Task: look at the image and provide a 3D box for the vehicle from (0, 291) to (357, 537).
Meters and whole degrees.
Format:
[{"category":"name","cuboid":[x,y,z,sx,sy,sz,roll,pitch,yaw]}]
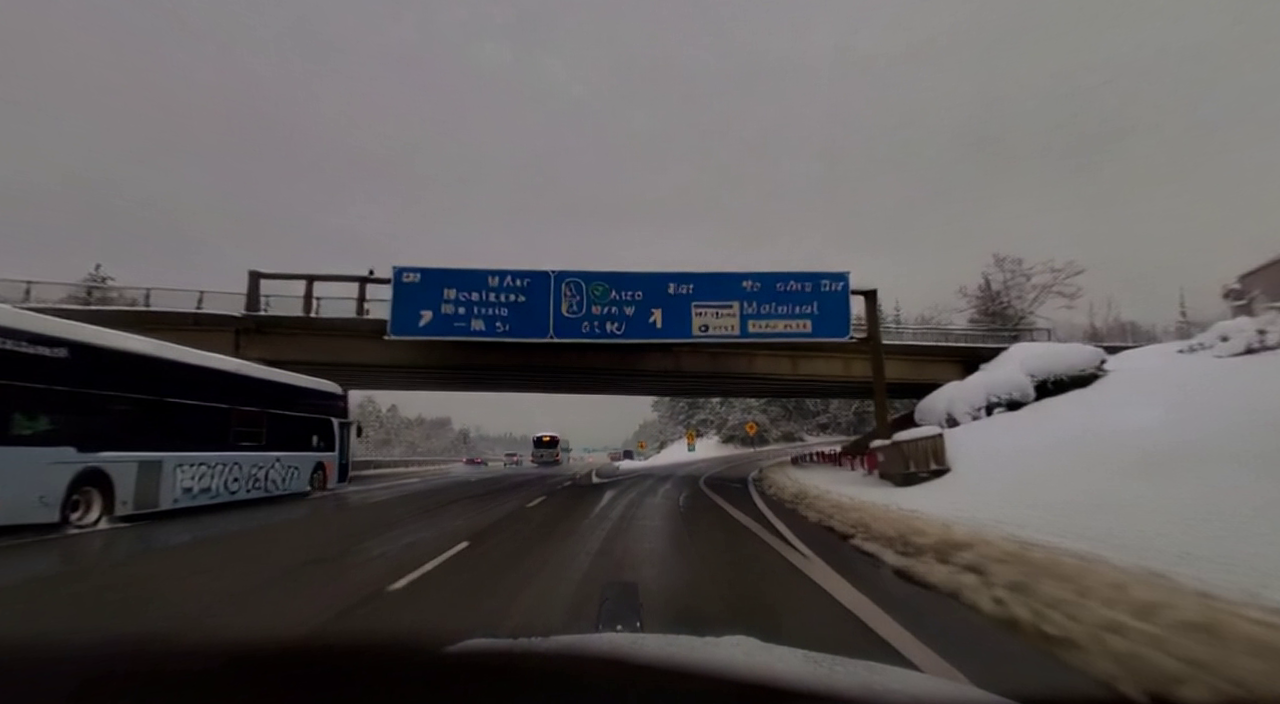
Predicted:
[{"category":"vehicle","cuboid":[-10.930,1.690,14.181,2.986,3.574,13.570,0,-9,-1]}]
